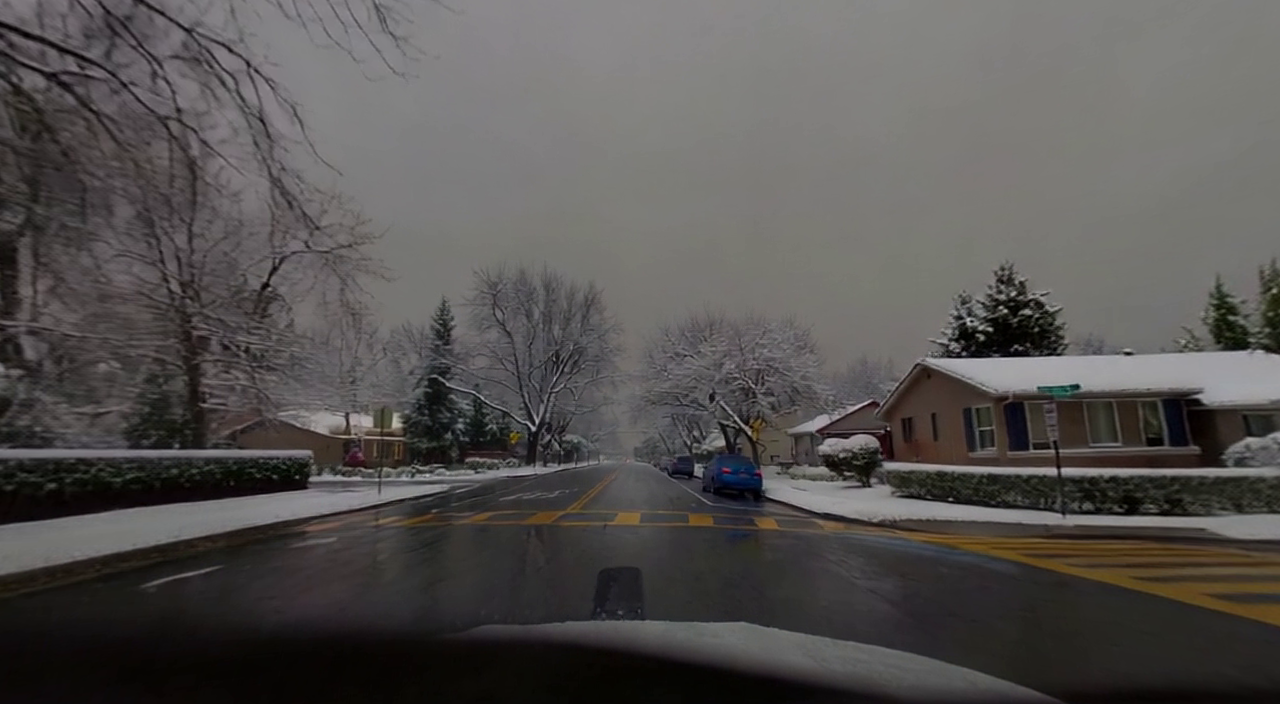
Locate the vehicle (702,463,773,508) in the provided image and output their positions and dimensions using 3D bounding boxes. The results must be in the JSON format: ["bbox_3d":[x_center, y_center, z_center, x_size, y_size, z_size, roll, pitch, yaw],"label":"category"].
[{"bbox_3d":[3.708,5.173,24.903,1.961,1.472,4.434,0,-9,-2],"label":"vehicle"}]
